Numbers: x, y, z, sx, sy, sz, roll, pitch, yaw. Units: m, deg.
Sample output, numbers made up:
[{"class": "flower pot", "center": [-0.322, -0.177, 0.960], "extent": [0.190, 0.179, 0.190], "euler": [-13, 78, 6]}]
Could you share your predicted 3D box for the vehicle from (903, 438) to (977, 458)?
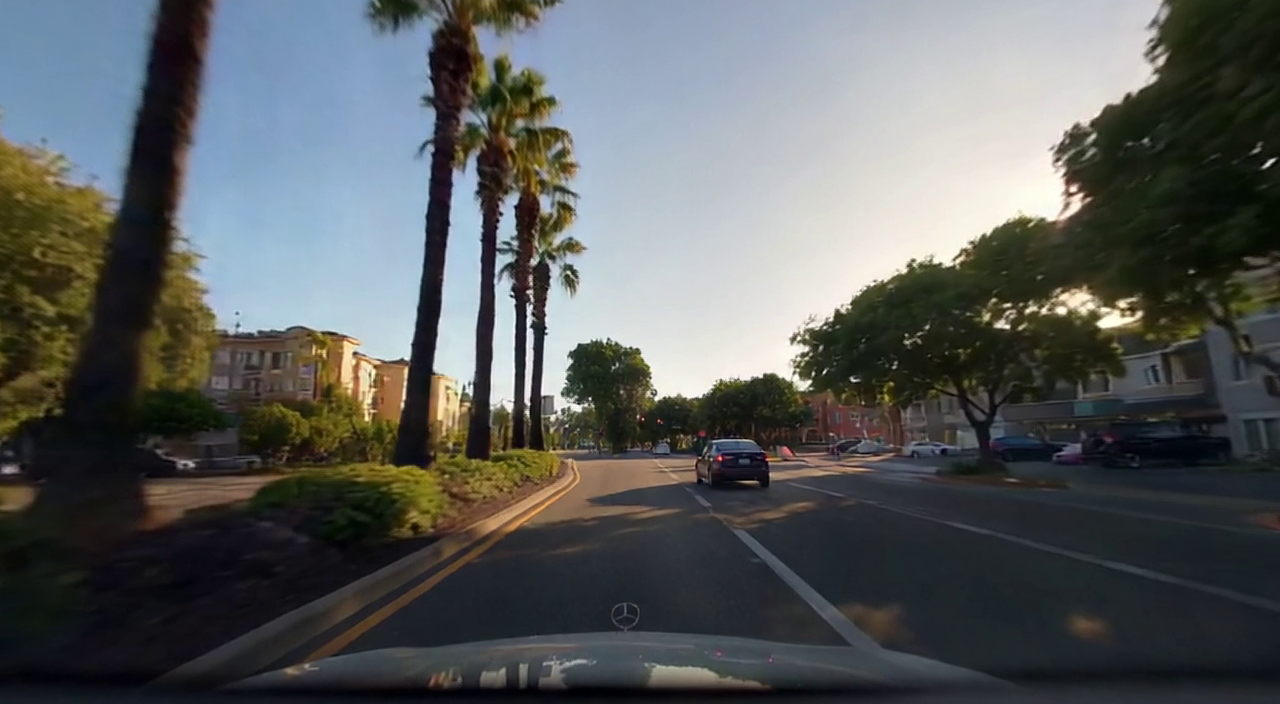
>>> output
[{"class": "vehicle", "center": [22.047, 7.074, 46.478], "extent": [4.472, 1.451, 1.842], "euler": [0, -9, -1]}]

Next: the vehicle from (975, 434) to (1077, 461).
[{"class": "vehicle", "center": [22.400, 5.568, 36.800], "extent": [4.633, 1.518, 2.008], "euler": [0, -9, -1]}]

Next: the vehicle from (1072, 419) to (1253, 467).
[{"class": "vehicle", "center": [21.920, 3.845, 26.684], "extent": [5.644, 1.937, 2.174], "euler": [0, -9, -1]}]

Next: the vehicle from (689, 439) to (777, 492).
[{"class": "vehicle", "center": [2.727, 3.456, 19.584], "extent": [1.964, 1.448, 4.295], "euler": [0, -9, -2]}]

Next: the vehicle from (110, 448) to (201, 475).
[{"class": "vehicle", "center": [-30.850, 6.953, 40.441], "extent": [1.933, 1.586, 4.594], "euler": [-1, -9, 4]}]

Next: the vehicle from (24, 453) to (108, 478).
[{"class": "vehicle", "center": [-36.019, 7.100, 39.778], "extent": [1.777, 1.425, 3.875], "euler": [1, -9, -5]}]
